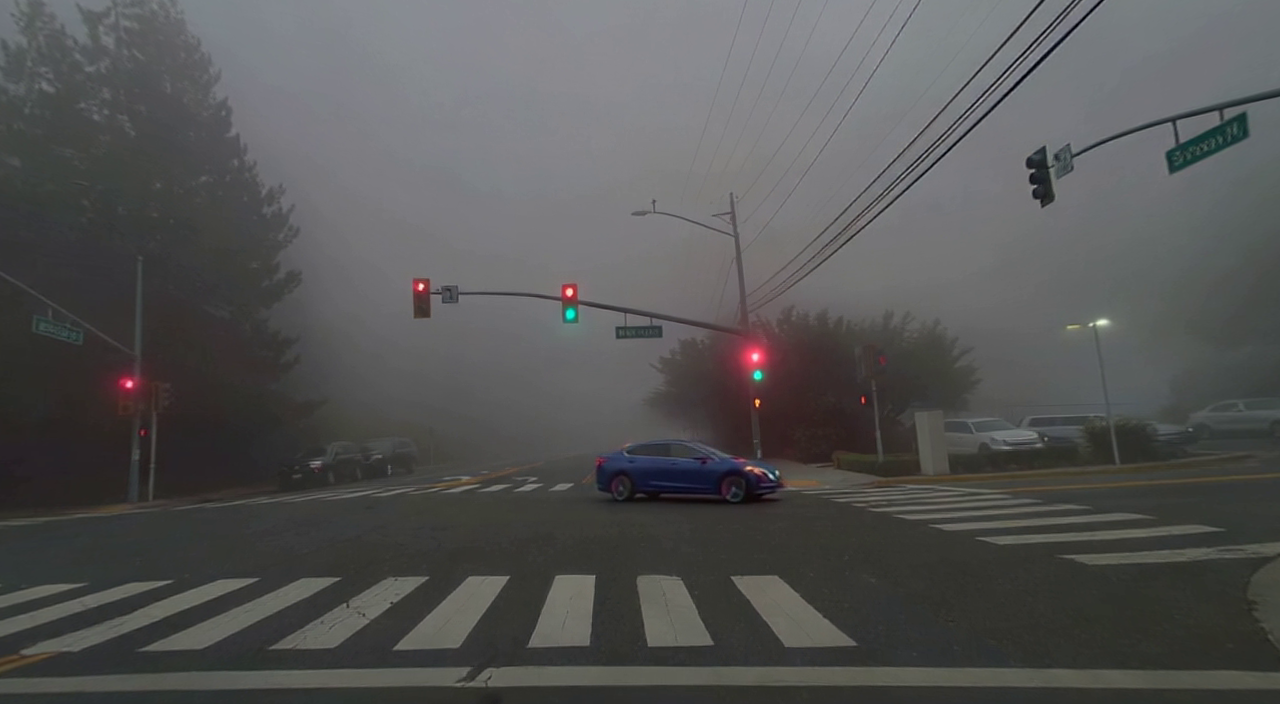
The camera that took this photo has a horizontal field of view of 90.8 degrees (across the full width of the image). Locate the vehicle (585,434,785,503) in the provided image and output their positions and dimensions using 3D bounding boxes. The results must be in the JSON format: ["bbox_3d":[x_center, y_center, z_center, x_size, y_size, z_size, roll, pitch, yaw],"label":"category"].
[{"bbox_3d":[1.035,2.849,15.844,4.592,1.470,2.071,-7,-11,37],"label":"vehicle"}]

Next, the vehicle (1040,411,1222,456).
[{"bbox_3d":[16.946,2.905,22.116,4.560,1.453,1.851,-3,-9,18],"label":"vehicle"}]

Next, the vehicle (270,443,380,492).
[{"bbox_3d":[-13.776,5.066,28.067,2.306,1.957,4.968,0,-9,-1],"label":"vehicle"}]

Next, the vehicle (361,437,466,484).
[{"bbox_3d":[-10.145,4.919,28.979,2.664,1.940,5.702,0,-9,0],"label":"vehicle"}]

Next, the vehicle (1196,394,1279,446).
[{"bbox_3d":[24.603,2.784,24.998,2.098,1.857,4.861,-3,-9,20],"label":"vehicle"}]
